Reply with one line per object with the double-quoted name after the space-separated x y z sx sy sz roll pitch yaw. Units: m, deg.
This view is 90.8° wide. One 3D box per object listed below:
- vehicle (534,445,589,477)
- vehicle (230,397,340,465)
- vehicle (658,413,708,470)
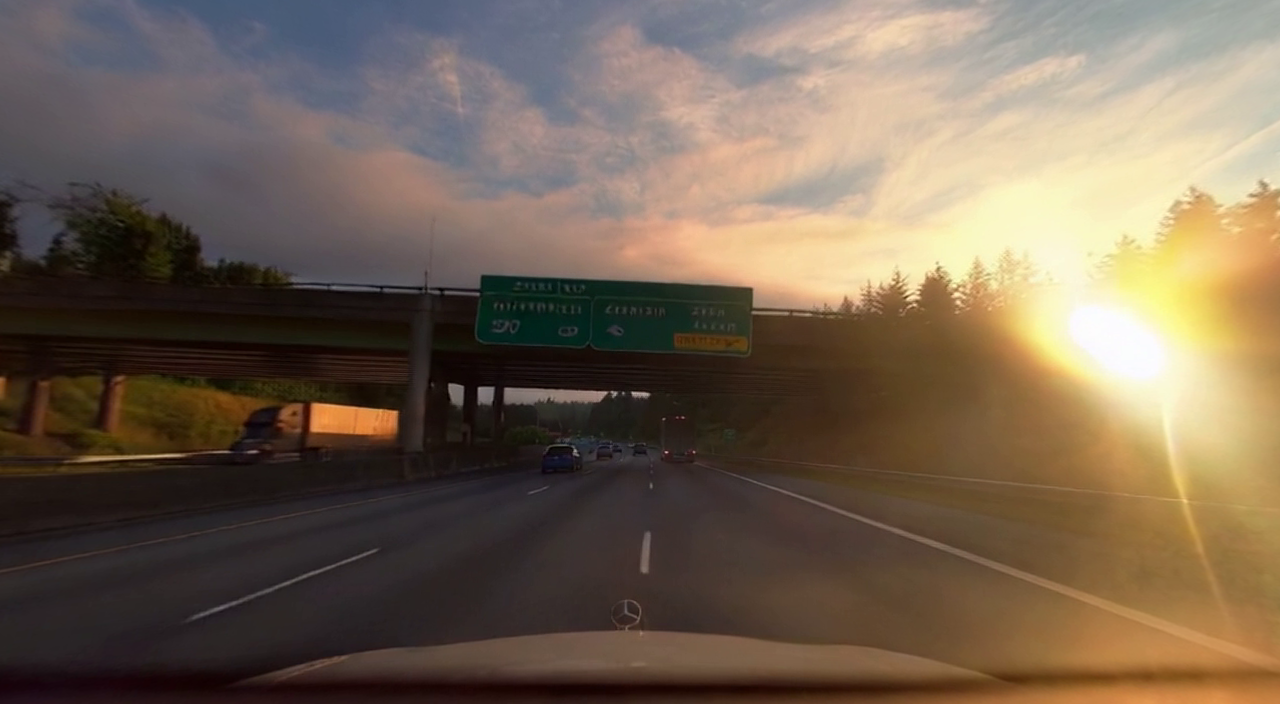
-3.935 5.562 32.414 2.038 1.489 4.603 -1 -9 3 "vehicle"
-22.008 5.017 39.630 2.992 3.914 6.177 -1 -9 2 "vehicle"
3.136 7.056 49.476 2.943 3.830 12.409 0 -9 0 "vehicle"
